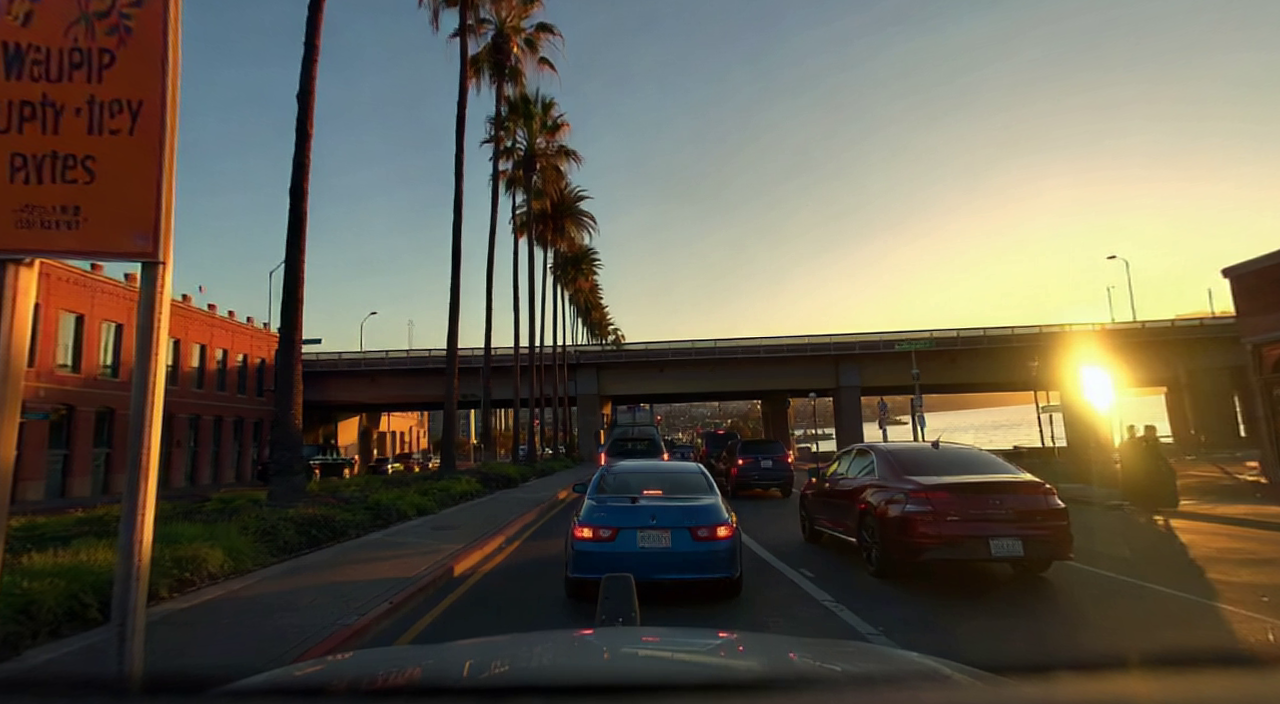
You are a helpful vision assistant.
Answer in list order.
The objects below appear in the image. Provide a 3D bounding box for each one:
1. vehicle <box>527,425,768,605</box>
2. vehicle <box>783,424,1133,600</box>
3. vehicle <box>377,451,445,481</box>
[{"bbox_3d":[0.058,1.670,7.289,2.048,1.503,3.681,0,-9,0],"label":"vehicle"},{"bbox_3d":[3.259,1.719,7.722,1.920,1.490,4.417,0,-9,-1],"label":"vehicle"},{"bbox_3d":[-14.962,7.472,41.678,2.104,1.802,4.852,-1,-9,8],"label":"vehicle"}]
